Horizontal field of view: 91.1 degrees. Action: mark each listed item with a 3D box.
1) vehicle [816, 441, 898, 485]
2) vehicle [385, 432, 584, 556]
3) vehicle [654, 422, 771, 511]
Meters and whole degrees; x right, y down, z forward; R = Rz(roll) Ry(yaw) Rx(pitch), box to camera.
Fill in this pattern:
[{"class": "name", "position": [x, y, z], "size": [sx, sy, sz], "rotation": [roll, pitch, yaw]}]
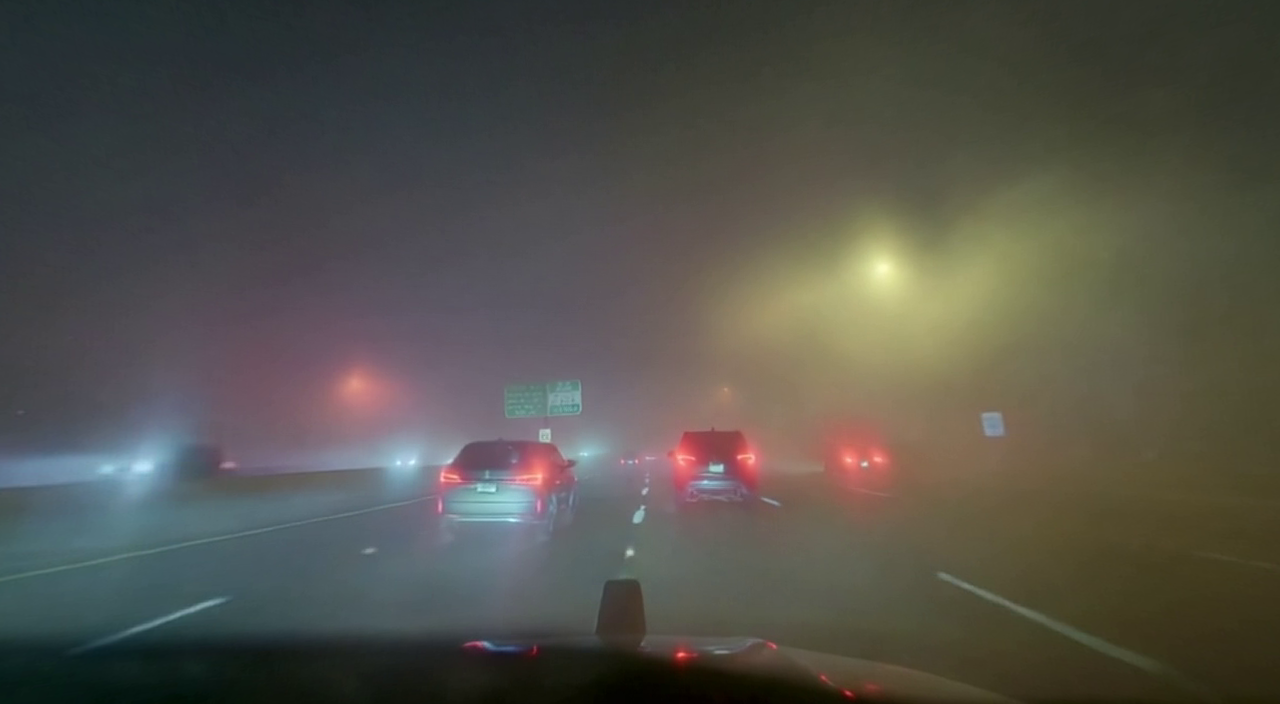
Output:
[{"class": "vehicle", "position": [9.593, 4.933, 28.205], "size": [2.133, 1.770, 4.537], "rotation": [0, -9, 1]}, {"class": "vehicle", "position": [-2.274, 2.221, 10.537], "size": [2.099, 1.640, 4.134], "rotation": [-1, -9, 3]}, {"class": "vehicle", "position": [1.772, 3.130, 17.728], "size": [2.732, 2.065, 5.826], "rotation": [-1, -9, 1]}]
